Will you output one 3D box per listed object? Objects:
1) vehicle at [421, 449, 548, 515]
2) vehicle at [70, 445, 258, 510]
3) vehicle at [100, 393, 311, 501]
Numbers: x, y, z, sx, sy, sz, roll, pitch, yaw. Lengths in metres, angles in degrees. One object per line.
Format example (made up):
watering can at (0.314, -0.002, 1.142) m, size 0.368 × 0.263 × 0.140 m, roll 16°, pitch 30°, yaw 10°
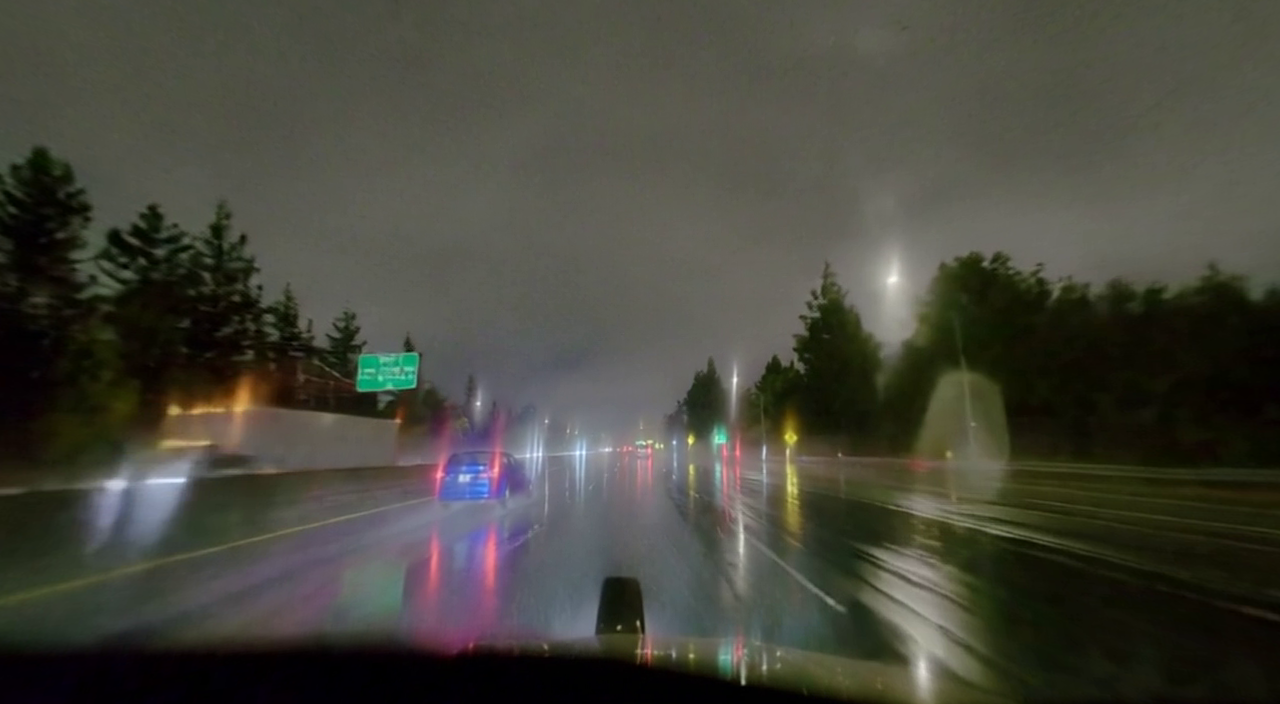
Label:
vehicle at (-3.904, 3.353, 16.789) m, size 2.162 × 1.493 × 4.583 m, roll 0°, pitch -9°, yaw 1°
vehicle at (-14.267, 3.762, 19.340) m, size 2.037 × 1.722 × 4.639 m, roll 0°, pitch -9°, yaw 1°
vehicle at (-18.490, 4.221, 27.904) m, size 3.039 × 3.989 × 8.730 m, roll 0°, pitch -9°, yaw -1°
